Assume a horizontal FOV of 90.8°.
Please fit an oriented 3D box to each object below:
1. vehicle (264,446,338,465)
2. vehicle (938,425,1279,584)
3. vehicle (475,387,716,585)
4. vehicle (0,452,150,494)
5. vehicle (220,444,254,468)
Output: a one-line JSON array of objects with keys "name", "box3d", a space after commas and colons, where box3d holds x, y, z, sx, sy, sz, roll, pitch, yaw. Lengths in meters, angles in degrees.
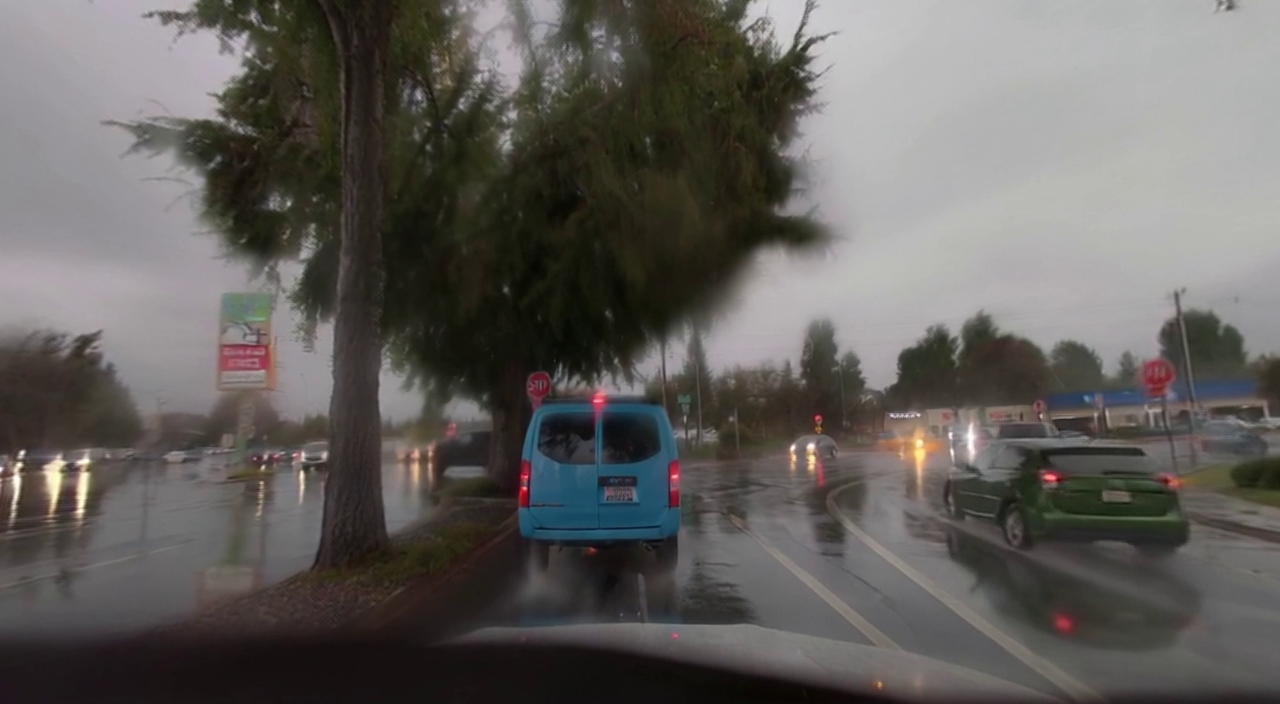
[{"name": "vehicle", "box3d": [-26.217, 8.018, 48.978, 4.670, 1.472, 1.851, 1, -9, -8]}, {"name": "vehicle", "box3d": [5.816, 1.835, 8.614, 2.079, 1.504, 4.828, -2, -9, 12]}, {"name": "vehicle", "box3d": [-0.346, 1.581, 8.225, 2.237, 1.828, 4.546, 0, -9, 2]}, {"name": "vehicle", "box3d": [-21.459, 4.525, 24.065, 2.038, 1.392, 4.362, 0, -9, 0]}, {"name": "vehicle", "box3d": [-29.961, 7.736, 47.080, 1.913, 1.682, 4.120, 5, -10, -31]}]
